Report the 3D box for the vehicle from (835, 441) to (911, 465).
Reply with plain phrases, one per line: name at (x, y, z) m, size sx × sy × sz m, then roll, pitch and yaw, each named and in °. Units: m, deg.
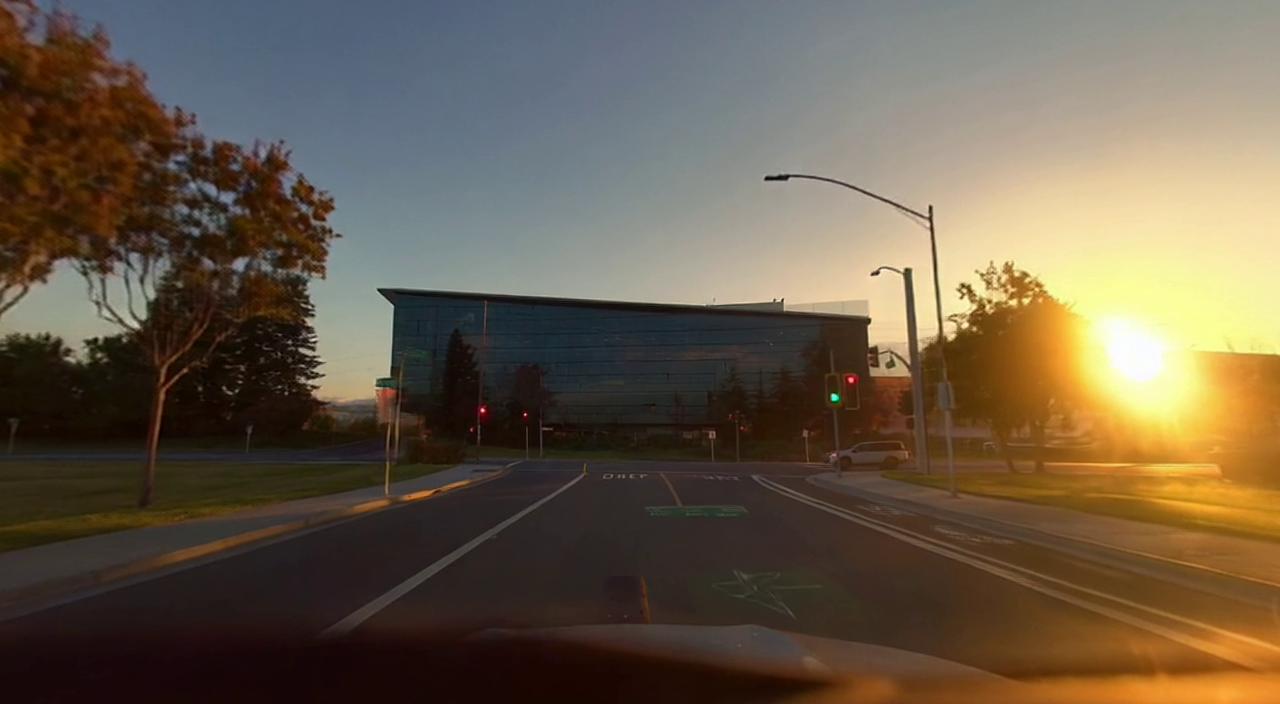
vehicle at (16.942, 7.345, 45.954) m, size 4.715 × 1.671 × 2.030 m, roll 0°, pitch -8°, yaw 0°
